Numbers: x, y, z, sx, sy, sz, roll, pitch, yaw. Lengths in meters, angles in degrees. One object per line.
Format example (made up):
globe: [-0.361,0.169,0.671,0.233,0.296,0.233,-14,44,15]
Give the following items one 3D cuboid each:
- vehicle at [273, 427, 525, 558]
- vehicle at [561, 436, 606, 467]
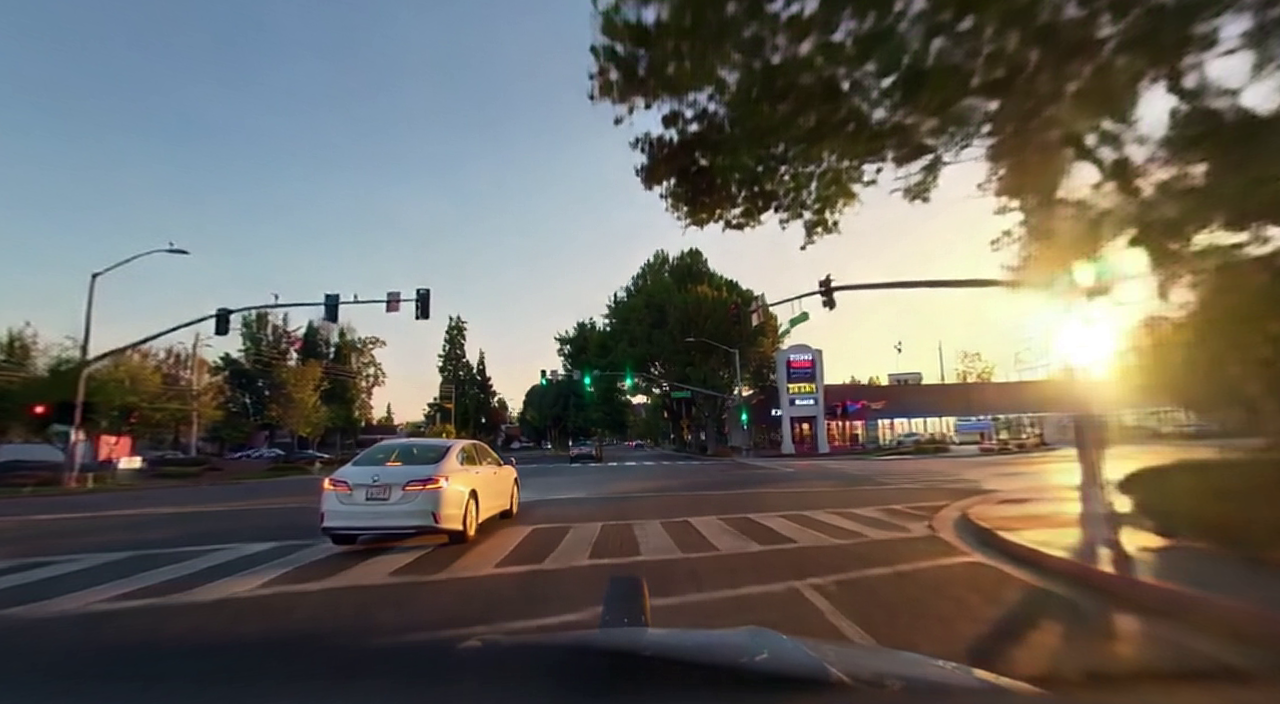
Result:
vehicle: [-3.155,1.933,9.447,2.018,1.477,4.401,0,-8,0]
vehicle: [-3.166,5.696,36.177,2.109,1.692,4.220,0,-8,1]
